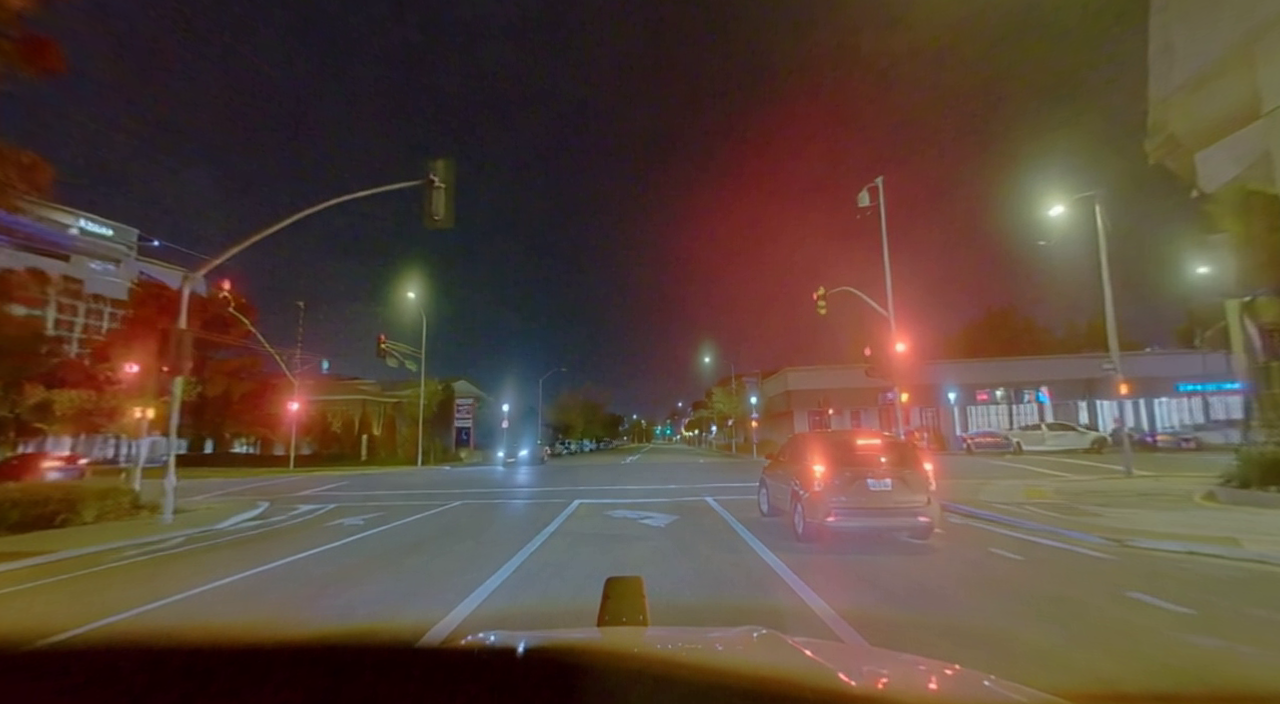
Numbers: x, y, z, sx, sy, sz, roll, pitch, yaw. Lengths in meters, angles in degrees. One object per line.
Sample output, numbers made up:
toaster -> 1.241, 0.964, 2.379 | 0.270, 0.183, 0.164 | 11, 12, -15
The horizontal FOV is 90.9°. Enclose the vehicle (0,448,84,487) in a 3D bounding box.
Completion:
vehicle -> -26.691, 4.895, 26.904 | 4.037, 1.562, 2.099 | -1, -8, 4

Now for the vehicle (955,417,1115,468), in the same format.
vehicle -> 14.619, 3.387, 23.549 | 4.611, 1.778, 1.939 | 0, -8, 0

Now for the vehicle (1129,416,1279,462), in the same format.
vehicle -> 21.456, 3.311, 23.975 | 4.095, 1.640, 1.848 | 0, -8, -1

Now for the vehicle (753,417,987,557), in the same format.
vehicle -> 2.956, 1.815, 9.133 | 1.947, 1.576, 3.825 | 0, -8, 0

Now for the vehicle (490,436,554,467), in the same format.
vehicle -> -6.881, 5.847, 37.354 | 1.972, 1.693, 4.516 | -2, -9, 15

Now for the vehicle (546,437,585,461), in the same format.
vehicle -> -5.483, 7.249, 47.182 | 2.115, 1.690, 4.322 | -1, -8, 4
